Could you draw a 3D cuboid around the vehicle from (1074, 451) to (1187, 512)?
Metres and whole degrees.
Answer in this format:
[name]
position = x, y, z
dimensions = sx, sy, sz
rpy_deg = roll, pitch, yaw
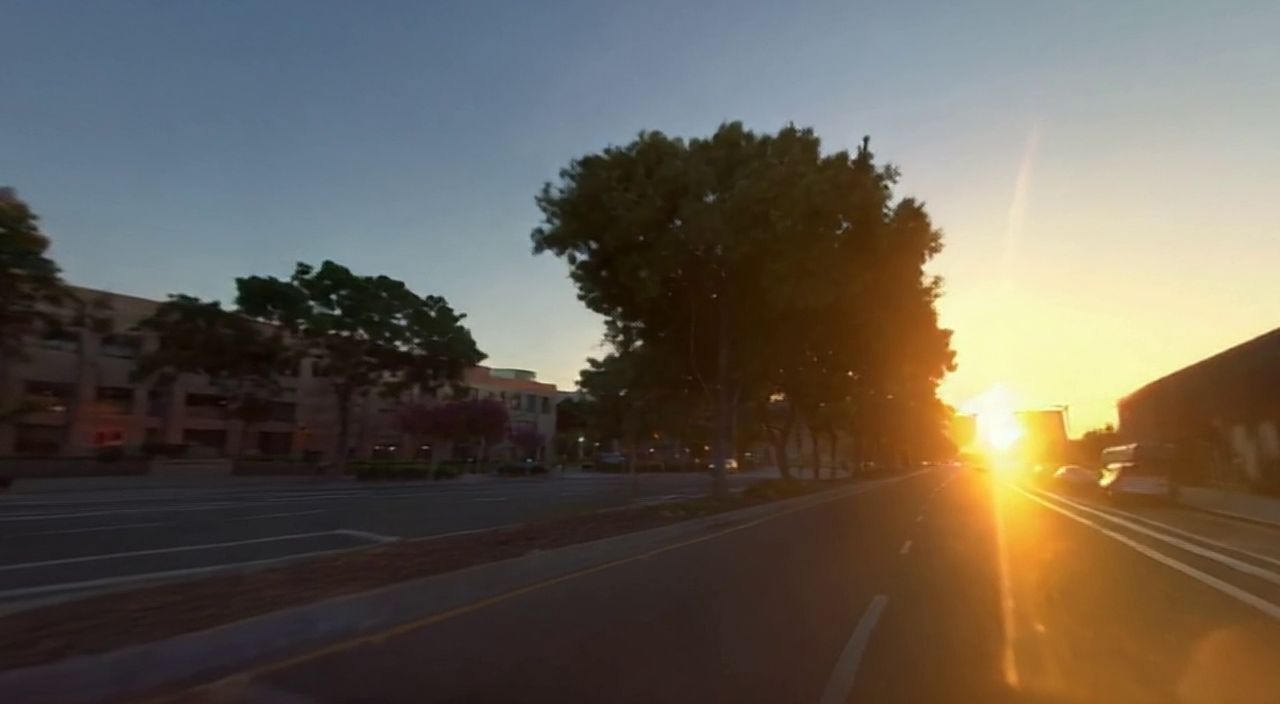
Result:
[vehicle]
position = 17.502, 4.562, 22.830
dimensions = 2.152, 1.869, 4.476
rpy_deg = -4, -9, 24
